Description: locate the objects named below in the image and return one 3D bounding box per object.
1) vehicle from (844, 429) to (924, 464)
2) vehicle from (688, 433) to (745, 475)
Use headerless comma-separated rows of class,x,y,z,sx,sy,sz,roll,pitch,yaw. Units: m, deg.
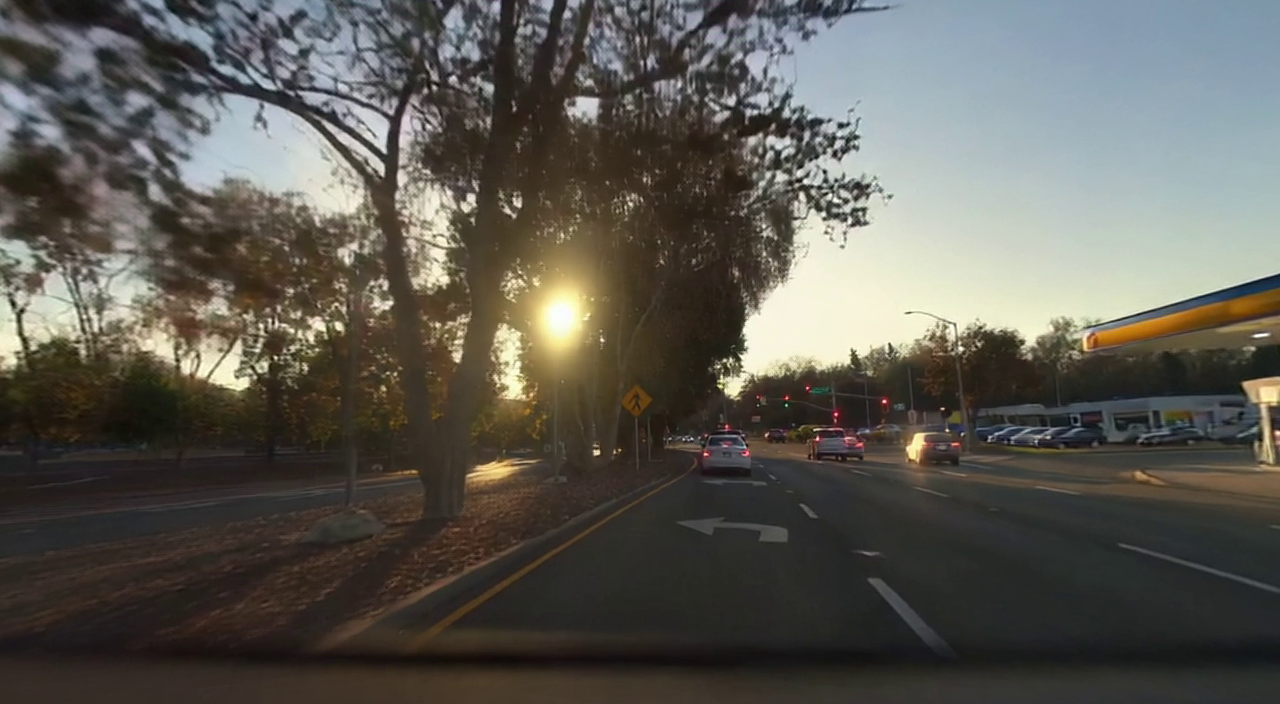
vehicle,12.785,5.025,33.399,1.991,1.695,4.357,1,-9,-8
vehicle,3.000,3.951,24.593,2.032,1.461,4.173,-1,-9,7
